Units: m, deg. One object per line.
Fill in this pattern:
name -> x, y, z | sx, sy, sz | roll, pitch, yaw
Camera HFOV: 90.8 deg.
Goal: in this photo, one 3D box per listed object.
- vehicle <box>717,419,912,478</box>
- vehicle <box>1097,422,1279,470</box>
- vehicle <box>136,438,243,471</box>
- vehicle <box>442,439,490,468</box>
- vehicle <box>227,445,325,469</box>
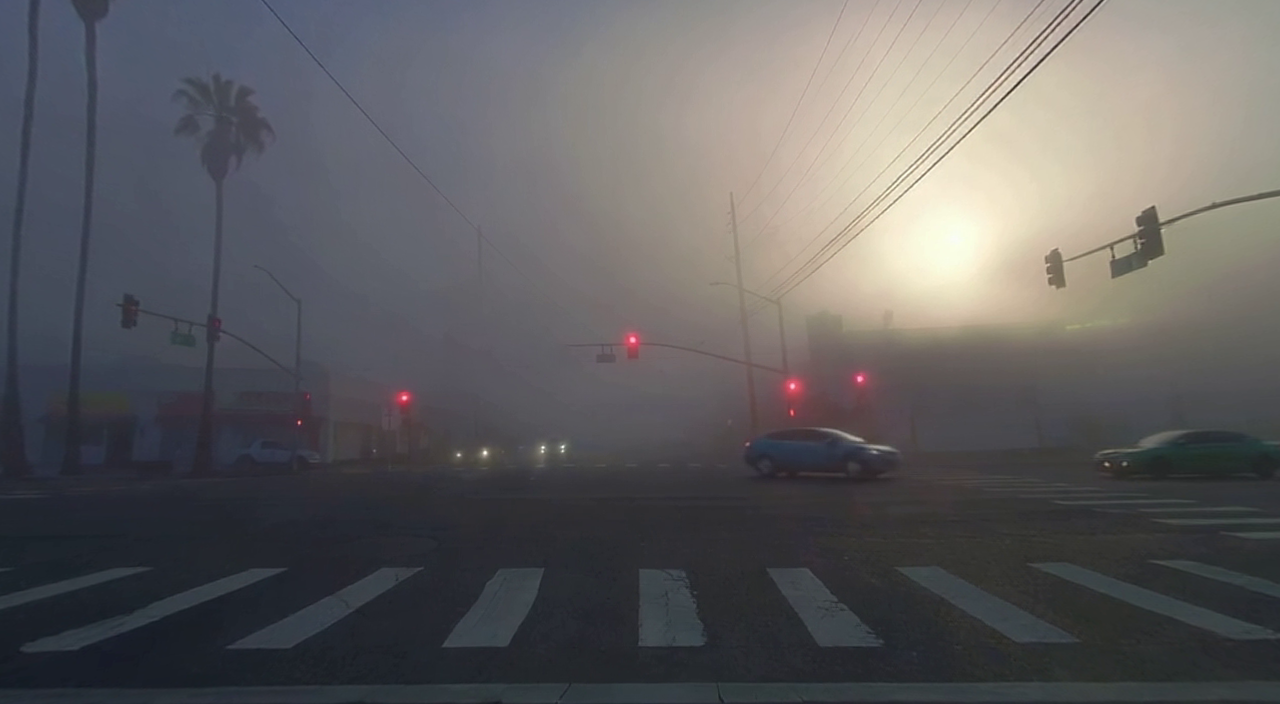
vehicle -> 4.974, 2.848, 18.675 | 2.223, 1.490, 5.094 | 8, -12, -43
vehicle -> 18.247, 3.077, 20.642 | 4.918, 1.479, 1.897 | -1, -9, 9
vehicle -> -25.920, 5.926, 36.458 | 4.613, 1.820, 2.021 | -1, -9, 3
vehicle -> -11.968, 6.998, 43.777 | 2.016, 1.717, 4.287 | 0, -6, 1
vehicle -> -22.310, 6.429, 38.852 | 4.849, 1.444, 1.881 | 0, -8, 1
